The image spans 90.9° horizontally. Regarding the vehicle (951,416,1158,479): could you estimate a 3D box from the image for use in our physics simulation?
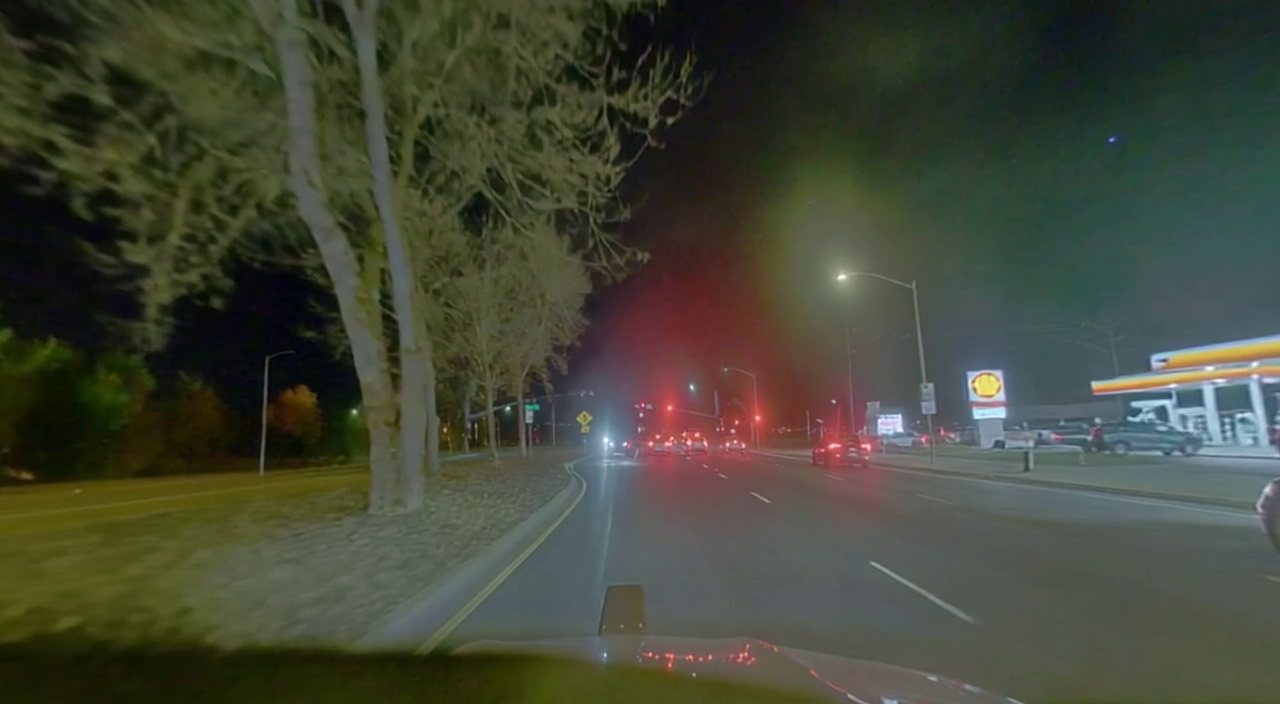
[{"bbox_3d":[12.829,3.022,19.977,4.960,1.802,2.068,-3,-9,17],"label":"vehicle"}]

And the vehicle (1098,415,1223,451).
[{"bbox_3d":[24.704,3.904,30.118,4.079,1.632,1.961,-4,-9,22],"label":"vehicle"}]

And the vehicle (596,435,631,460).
[{"bbox_3d":[-1.687,6.009,39.635,2.032,1.461,4.173,0,-9,-3],"label":"vehicle"}]
